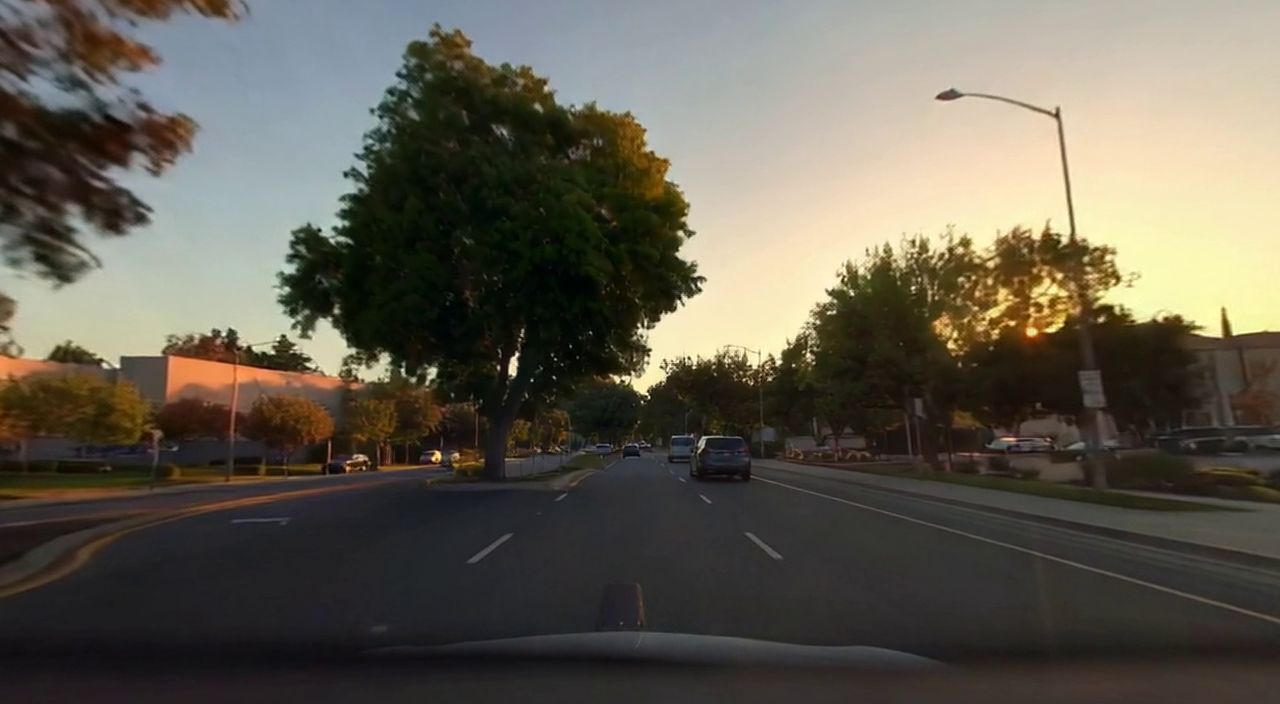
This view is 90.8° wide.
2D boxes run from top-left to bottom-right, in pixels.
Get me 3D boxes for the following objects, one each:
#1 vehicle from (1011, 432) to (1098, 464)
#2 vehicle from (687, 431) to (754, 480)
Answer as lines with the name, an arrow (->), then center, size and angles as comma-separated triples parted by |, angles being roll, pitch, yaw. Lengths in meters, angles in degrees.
vehicle -> 27.788, 6.429, 42.398 | 4.609, 1.919, 1.985 | 0, -8, -9
vehicle -> 3.135, 4.166, 25.604 | 2.060, 1.816, 4.343 | 0, -8, -1
